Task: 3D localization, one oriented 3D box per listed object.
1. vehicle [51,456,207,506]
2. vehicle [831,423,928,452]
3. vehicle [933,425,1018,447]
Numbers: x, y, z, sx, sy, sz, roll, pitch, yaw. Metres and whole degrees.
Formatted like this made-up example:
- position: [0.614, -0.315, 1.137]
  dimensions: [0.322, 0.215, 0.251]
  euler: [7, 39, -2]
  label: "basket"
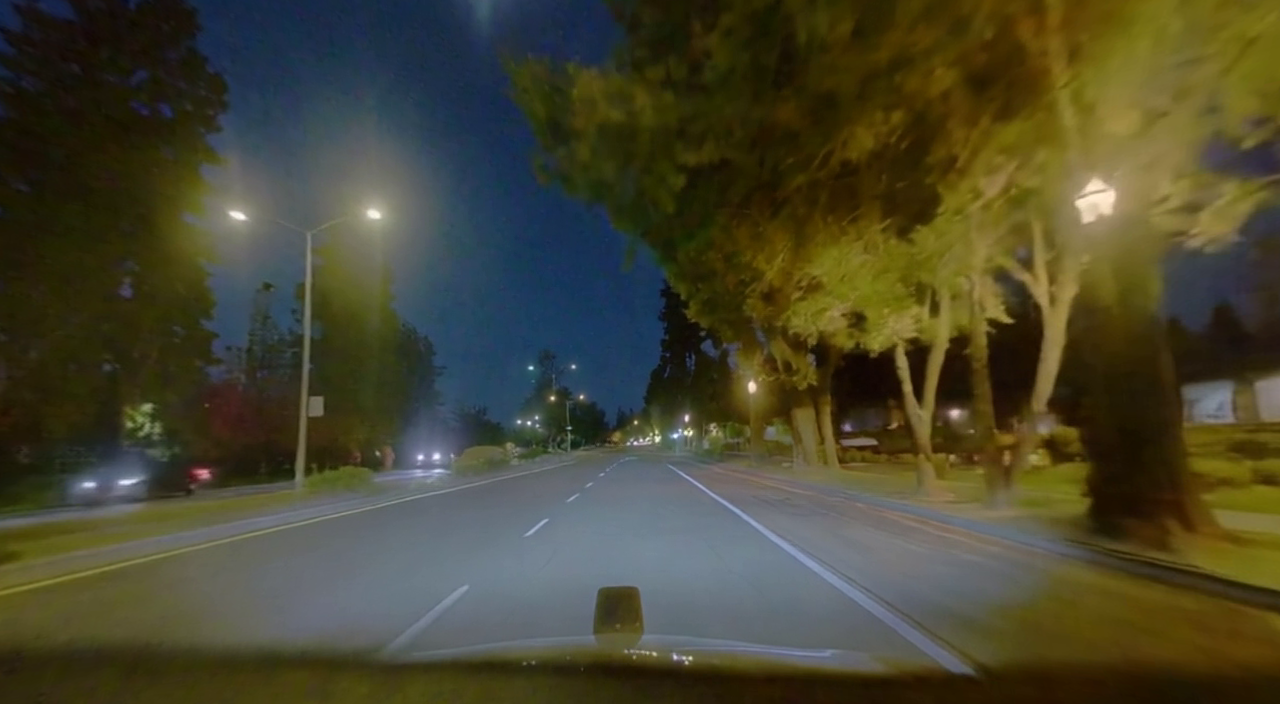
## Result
- position: [-18.361, 4.627, 23.046]
  dimensions: [1.846, 1.515, 4.538]
  euler: [0, -8, 1]
  label: "vehicle"
- position: [16.447, 5.918, 43.541]
  dimensions: [5.702, 1.899, 2.294]
  euler: [0, -8, 0]
  label: "vehicle"
- position: [23.107, 5.830, 43.650]
  dimensions: [4.761, 1.457, 1.894]
  euler: [0, -9, 1]
  label: "vehicle"
